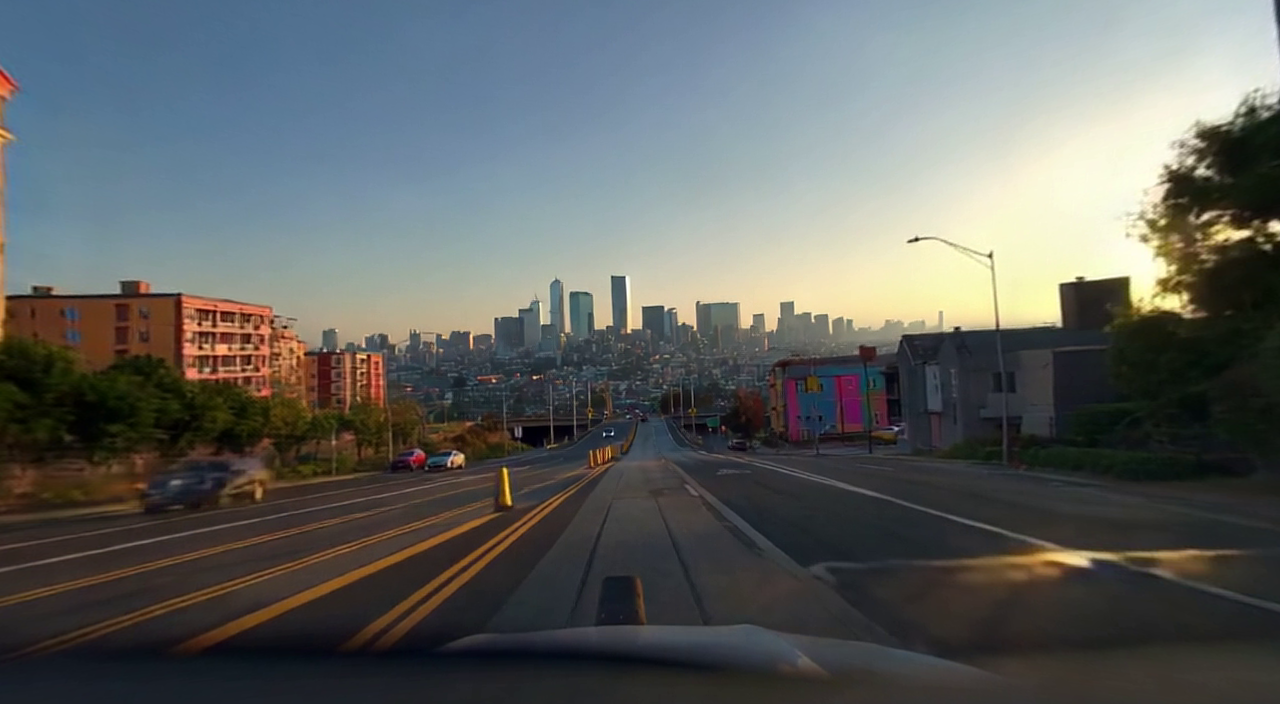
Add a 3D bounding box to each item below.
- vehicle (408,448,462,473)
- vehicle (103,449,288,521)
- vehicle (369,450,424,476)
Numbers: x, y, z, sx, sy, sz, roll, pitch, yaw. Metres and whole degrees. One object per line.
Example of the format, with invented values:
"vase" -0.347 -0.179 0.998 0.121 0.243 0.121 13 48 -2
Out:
"vehicle" -13.132 6.971 40.774 1.989 1.461 4.426 0 -8 0
"vehicle" -11.425 3.384 16.805 2.145 1.559 4.967 2 -9 -12
"vehicle" -17.317 7.889 45.114 1.992 1.527 4.540 -1 -6 2
